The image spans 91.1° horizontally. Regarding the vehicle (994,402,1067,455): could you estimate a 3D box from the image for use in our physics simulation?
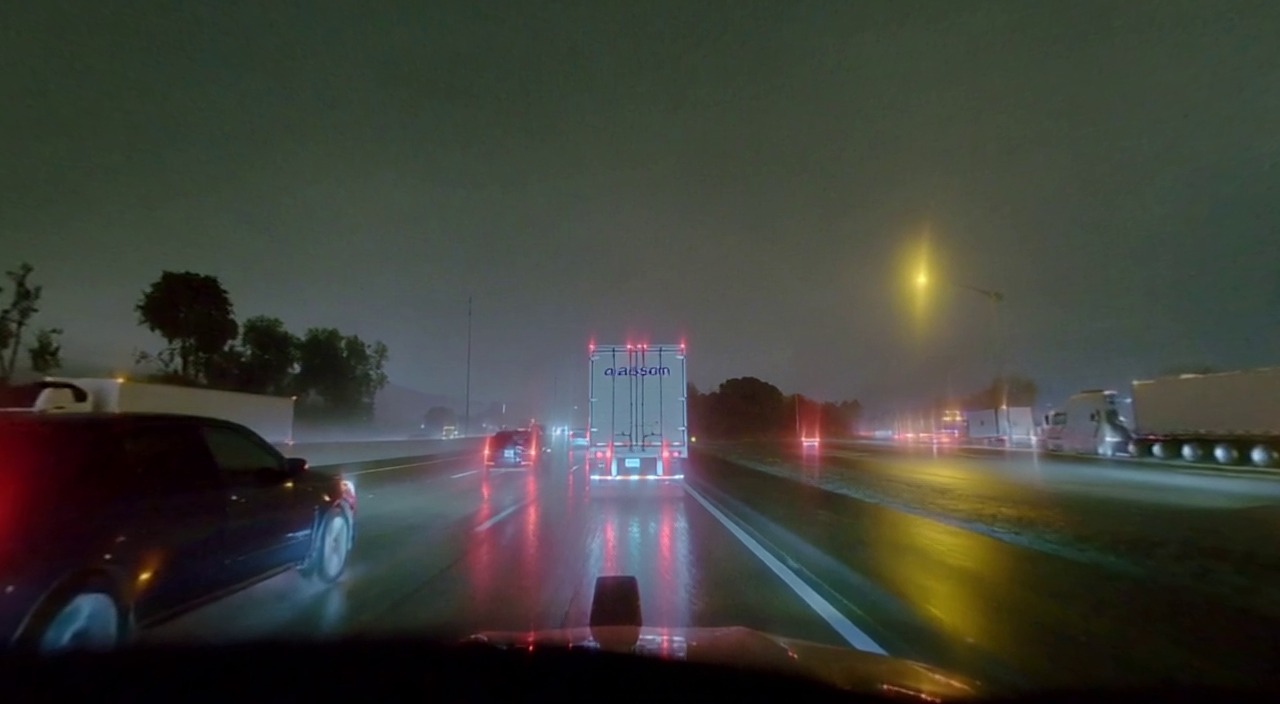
[{"bbox_3d":[19.606,3.850,31.708,1.658,2.523,2.851,0,-8,-1],"label":"vehicle"}]

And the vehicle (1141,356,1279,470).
[{"bbox_3d":[19.115,1.905,19.115,2.595,3.137,6.079,0,-7,0],"label":"vehicle"}]

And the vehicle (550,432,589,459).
[{"bbox_3d":[-4.200,5.639,38.113,1.921,1.524,3.912,0,-8,0],"label":"vehicle"}]

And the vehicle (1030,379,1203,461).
[{"bbox_3d":[19.347,2.888,26.069,2.443,3.006,5.844,0,-8,0],"label":"vehicle"}]

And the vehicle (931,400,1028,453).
[{"bbox_3d":[18.927,4.251,35.474,2.432,2.753,5.388,0,-8,1],"label":"vehicle"}]

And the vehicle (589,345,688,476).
[{"bbox_3d":[-0.103,2.602,25.822,3.171,4.204,11.036,0,-8,0],"label":"vehicle"}]

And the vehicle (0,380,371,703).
[{"bbox_3d":[-3.697,1.071,4.067,1.964,1.507,4.361,0,-8,0],"label":"vehicle"}]

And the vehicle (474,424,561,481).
[{"bbox_3d":[-3.728,3.135,19.918,1.946,1.599,4.073,0,-8,0],"label":"vehicle"}]
